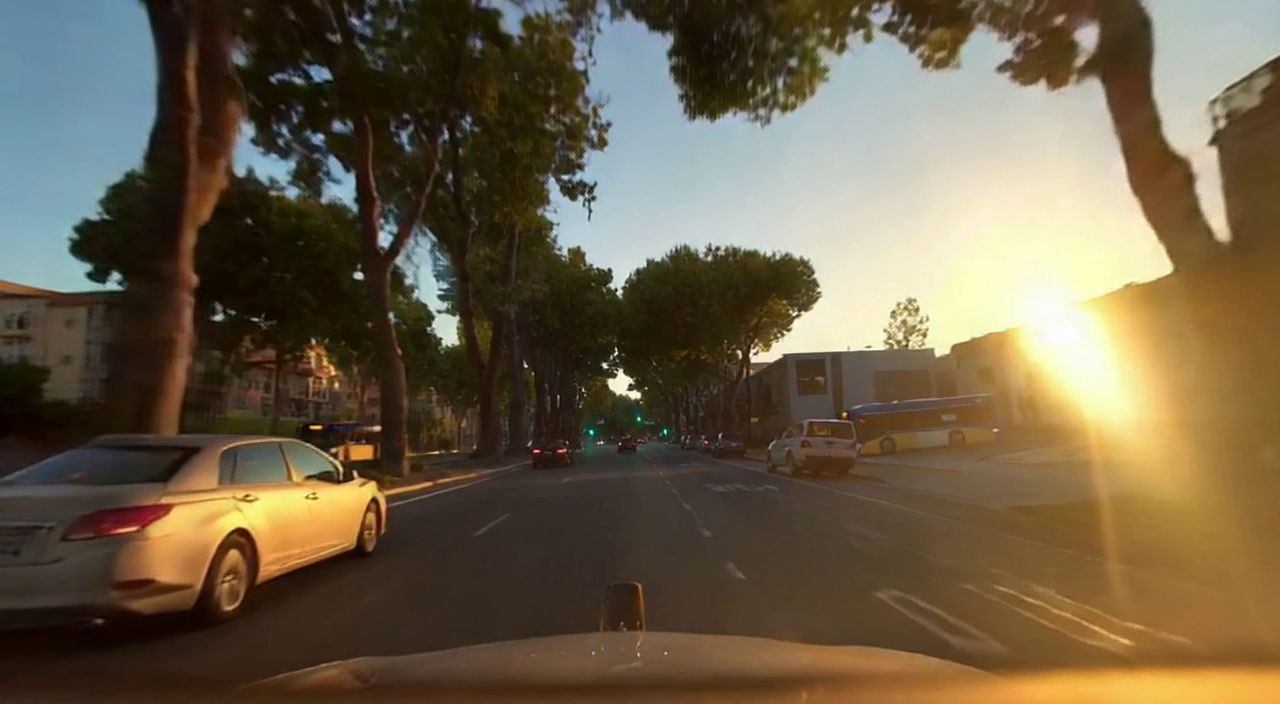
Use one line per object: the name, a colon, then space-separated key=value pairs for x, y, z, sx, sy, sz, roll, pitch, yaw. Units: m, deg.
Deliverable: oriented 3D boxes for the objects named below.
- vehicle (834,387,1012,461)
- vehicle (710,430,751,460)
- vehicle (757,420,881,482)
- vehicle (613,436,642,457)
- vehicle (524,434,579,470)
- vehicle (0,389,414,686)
vehicle: x=14.789 y=3.805 z=33.495 sx=7.722 sy=2.908 sz=3.067 roll=-6 pitch=-7 yaw=-4
vehicle: x=5.842 y=6.042 z=41.225 sx=1.945 sy=1.829 sz=4.305 roll=0 pitch=-8 yaw=-2
vehicle: x=5.876 y=3.385 z=21.785 sx=2.390 sy=1.816 sz=6.050 roll=0 pitch=-8 yaw=-1
vehicle: x=-0.928 y=6.990 z=46.733 sx=1.999 sy=1.520 sz=3.896 roll=0 pitch=-8 yaw=-1
vehicle: x=-4.002 y=4.600 z=29.171 sx=1.934 sy=1.522 sz=4.287 roll=0 pitch=-8 yaw=0
vehicle: x=-3.779 y=1.276 z=5.532 sx=1.995 sy=1.524 sz=4.438 roll=0 pitch=-8 yaw=-1
